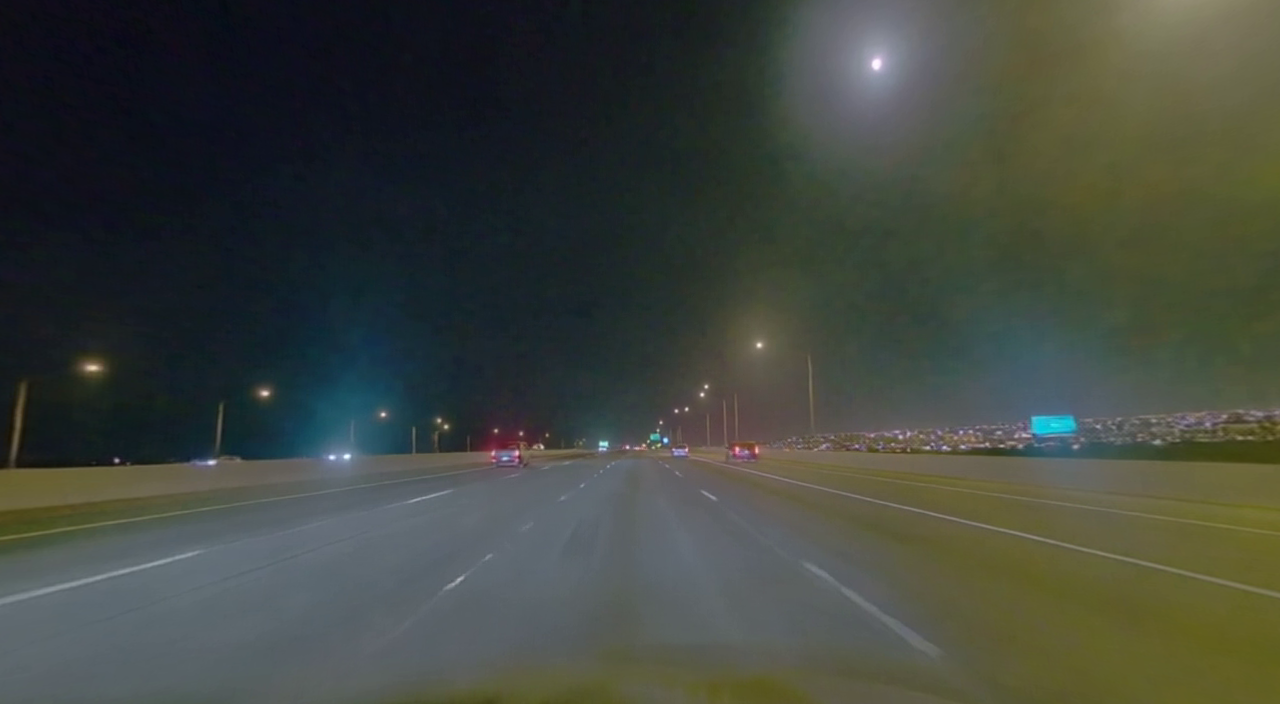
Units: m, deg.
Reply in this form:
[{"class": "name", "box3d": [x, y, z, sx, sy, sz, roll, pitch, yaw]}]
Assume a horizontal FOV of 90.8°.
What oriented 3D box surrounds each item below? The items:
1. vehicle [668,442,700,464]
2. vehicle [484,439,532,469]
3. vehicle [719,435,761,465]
[{"class": "vehicle", "box3d": [3.114, 7.276, 45.554, 2.000, 1.533, 3.770, 0, -8, -1]}, {"class": "vehicle", "box3d": [-8.218, 6.372, 39.910, 2.083, 1.696, 5.464, 1, -8, -2]}, {"class": "vehicle", "box3d": [6.863, 6.802, 43.943, 2.065, 1.953, 4.605, 0, -8, -1]}]
